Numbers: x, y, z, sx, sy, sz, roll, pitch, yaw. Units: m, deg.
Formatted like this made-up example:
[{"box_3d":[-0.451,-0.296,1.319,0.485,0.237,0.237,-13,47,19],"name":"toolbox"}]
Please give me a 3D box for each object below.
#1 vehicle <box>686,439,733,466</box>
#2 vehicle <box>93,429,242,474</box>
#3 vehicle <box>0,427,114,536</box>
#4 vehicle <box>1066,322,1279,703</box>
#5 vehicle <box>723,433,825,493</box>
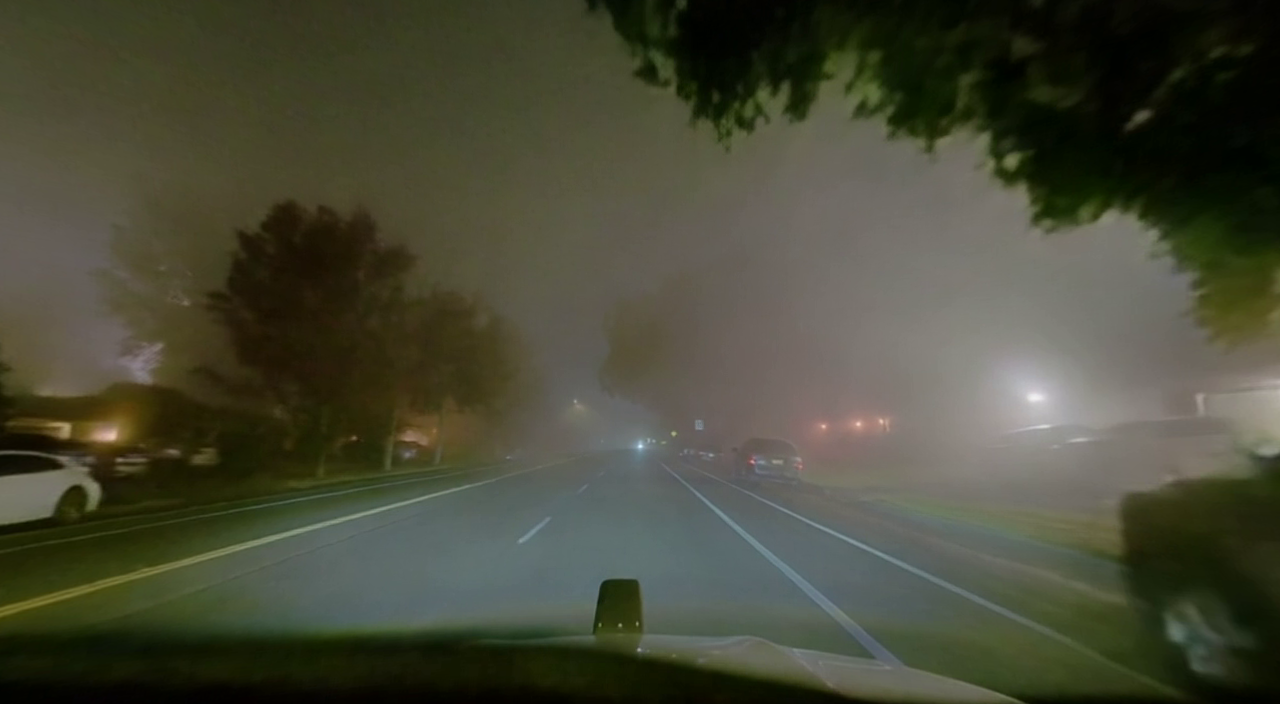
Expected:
[{"box_3d":[4.010,5.916,37.345,1.997,1.510,4.555,1,-8,-3],"name":"vehicle"},{"box_3d":[-19.165,4.042,25.791,4.484,1.733,1.913,0,-8,0],"name":"vehicle"},{"box_3d":[-10.855,2.050,9.712,1.964,1.667,4.217,-3,-9,-2],"name":"vehicle"},{"box_3d":[3.940,0.673,1.695,2.120,1.916,4.836,0,-8,-1],"name":"vehicle"},{"box_3d":[3.997,3.394,19.754,1.999,1.615,4.513,1,-8,-3],"name":"vehicle"}]
